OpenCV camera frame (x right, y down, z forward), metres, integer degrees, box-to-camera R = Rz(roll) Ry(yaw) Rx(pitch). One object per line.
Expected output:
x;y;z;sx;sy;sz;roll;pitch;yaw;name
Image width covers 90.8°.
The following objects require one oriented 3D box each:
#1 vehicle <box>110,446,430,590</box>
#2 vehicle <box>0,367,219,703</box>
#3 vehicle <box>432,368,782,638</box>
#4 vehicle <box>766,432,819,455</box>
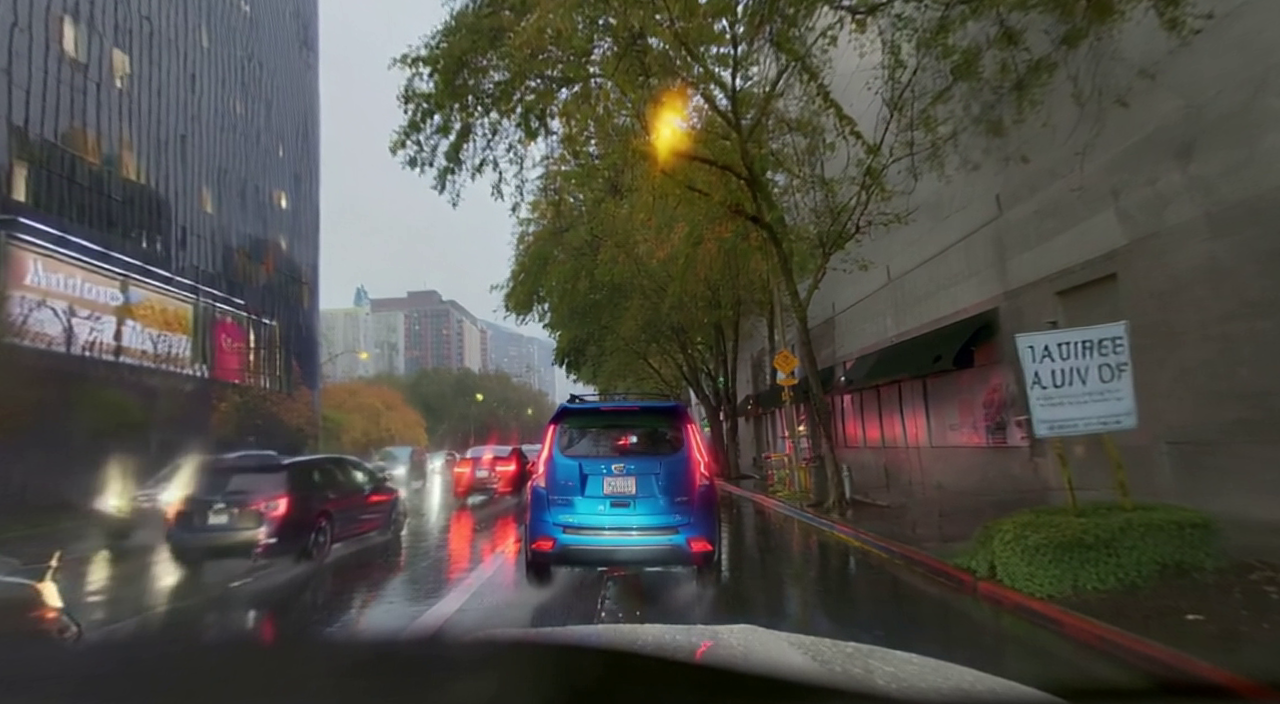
-4.561;2.047;8.799;1.876;1.448;4.464;0;-8;-2;vehicle
-3.174;0.723;1.044;1.971;1.658;4.428;0;-8;-2;vehicle
-0.373;1.404;6.866;2.531;1.930;4.382;0;-8;-4;vehicle
10.231;6.155;42.154;1.877;1.416;3.965;-8;-12;38;vehicle
